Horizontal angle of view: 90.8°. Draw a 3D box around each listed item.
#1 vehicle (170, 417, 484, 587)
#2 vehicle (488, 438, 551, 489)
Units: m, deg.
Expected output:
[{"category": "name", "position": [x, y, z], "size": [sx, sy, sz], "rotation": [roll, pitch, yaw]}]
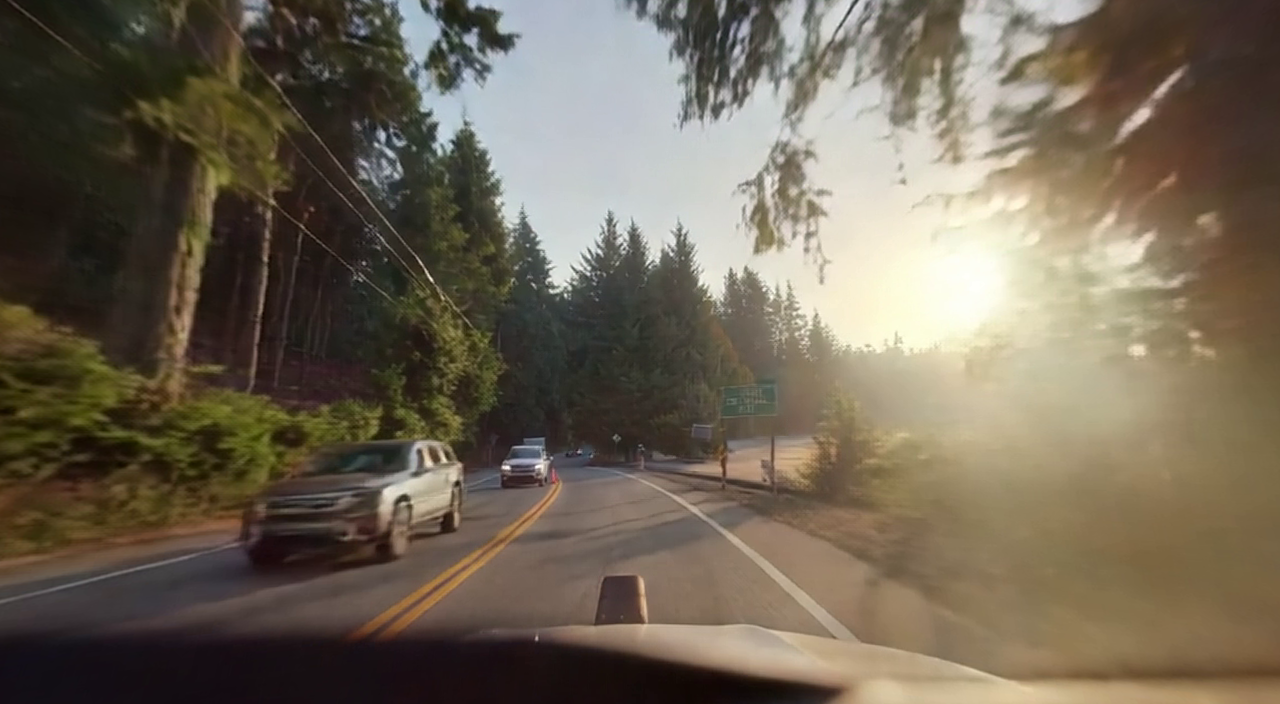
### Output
[{"category": "vehicle", "position": [-3.835, 1.901, 9.007], "size": [2.177, 1.721, 4.794], "rotation": [0, -8, -2]}, {"category": "vehicle", "position": [-4.631, 4.328, 24.923], "size": [2.057, 1.792, 4.457], "rotation": [0, -8, -6]}]
